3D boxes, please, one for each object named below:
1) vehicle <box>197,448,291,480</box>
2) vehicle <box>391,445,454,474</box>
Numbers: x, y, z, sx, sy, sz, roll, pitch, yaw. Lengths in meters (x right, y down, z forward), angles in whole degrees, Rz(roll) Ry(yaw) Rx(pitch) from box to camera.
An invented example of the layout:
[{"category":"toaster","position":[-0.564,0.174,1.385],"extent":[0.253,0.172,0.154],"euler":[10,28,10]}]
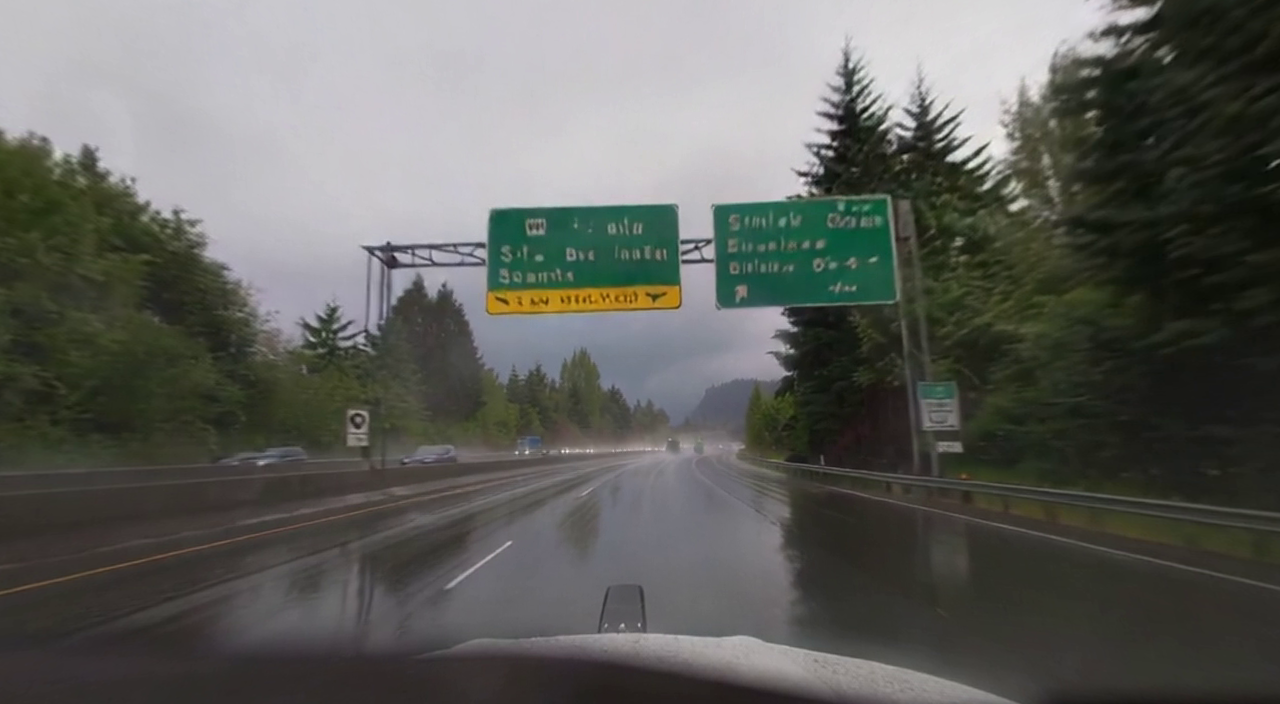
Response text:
[{"category":"vehicle","position":[-21.286,6.015,34.134],"extent":[2.040,1.616,4.603],"euler":[0,-9,1]},{"category":"vehicle","position":[-13.258,6.582,38.742],"extent":[1.990,1.617,4.839],"euler":[0,-9,2]}]
